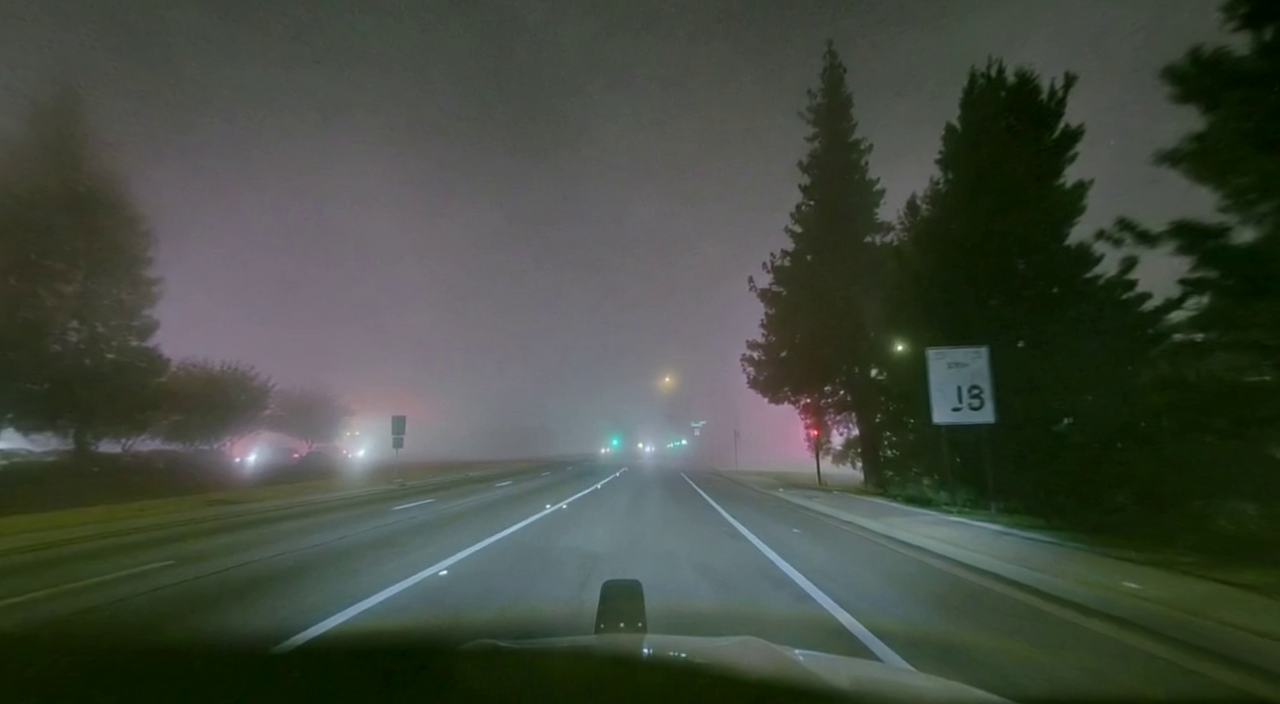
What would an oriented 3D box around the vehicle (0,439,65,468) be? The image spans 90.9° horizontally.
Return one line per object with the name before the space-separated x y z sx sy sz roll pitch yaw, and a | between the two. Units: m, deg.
vehicle | -36.861 5.970 37.190 4.142 1.623 1.888 -1 -8 4
